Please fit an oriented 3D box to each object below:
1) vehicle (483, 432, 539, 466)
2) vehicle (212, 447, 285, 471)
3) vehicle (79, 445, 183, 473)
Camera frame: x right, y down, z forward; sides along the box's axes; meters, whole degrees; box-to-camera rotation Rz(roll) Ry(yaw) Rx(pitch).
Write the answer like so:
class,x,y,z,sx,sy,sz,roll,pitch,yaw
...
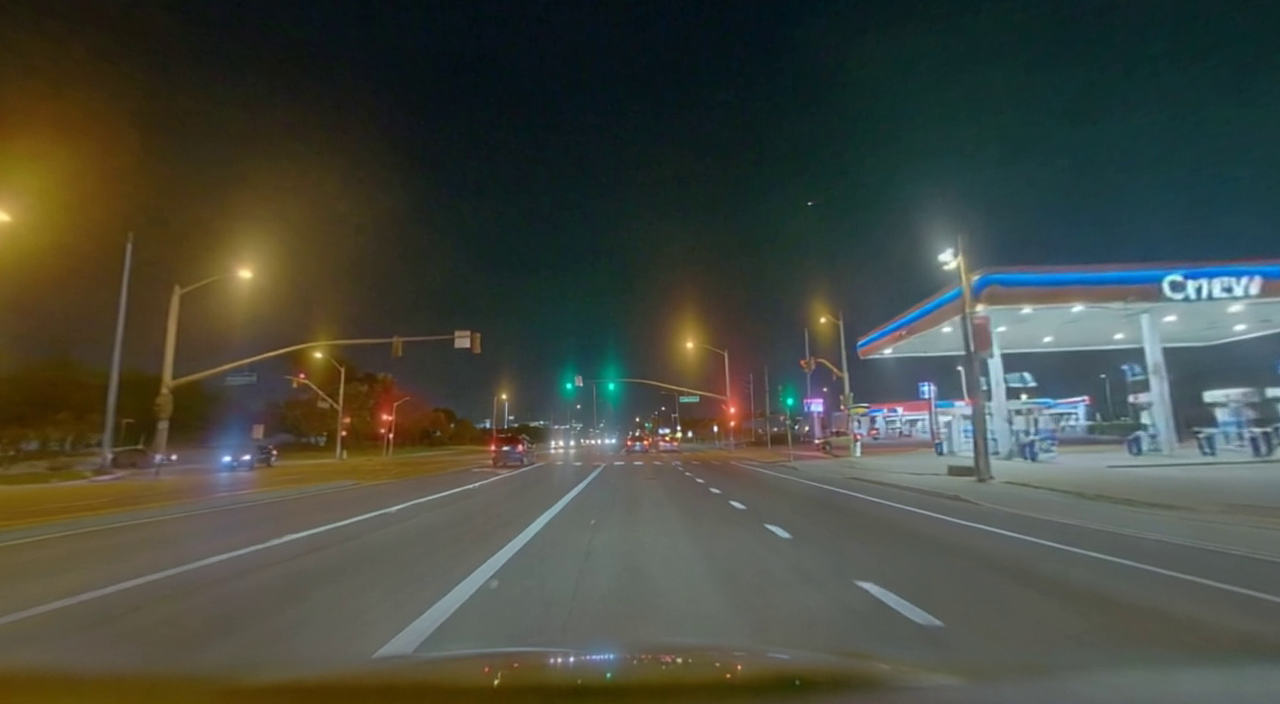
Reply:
class,x,y,z,sx,sy,sz,roll,pitch,yaw
vehicle,-6.889,5.237,34.279,2.074,1.692,4.333,0,-8,1
vehicle,-25.168,6.817,40.570,4.444,1.457,1.927,-5,-10,29
vehicle,-34.268,7.208,42.654,5.040,1.826,2.155,0,-8,-2
